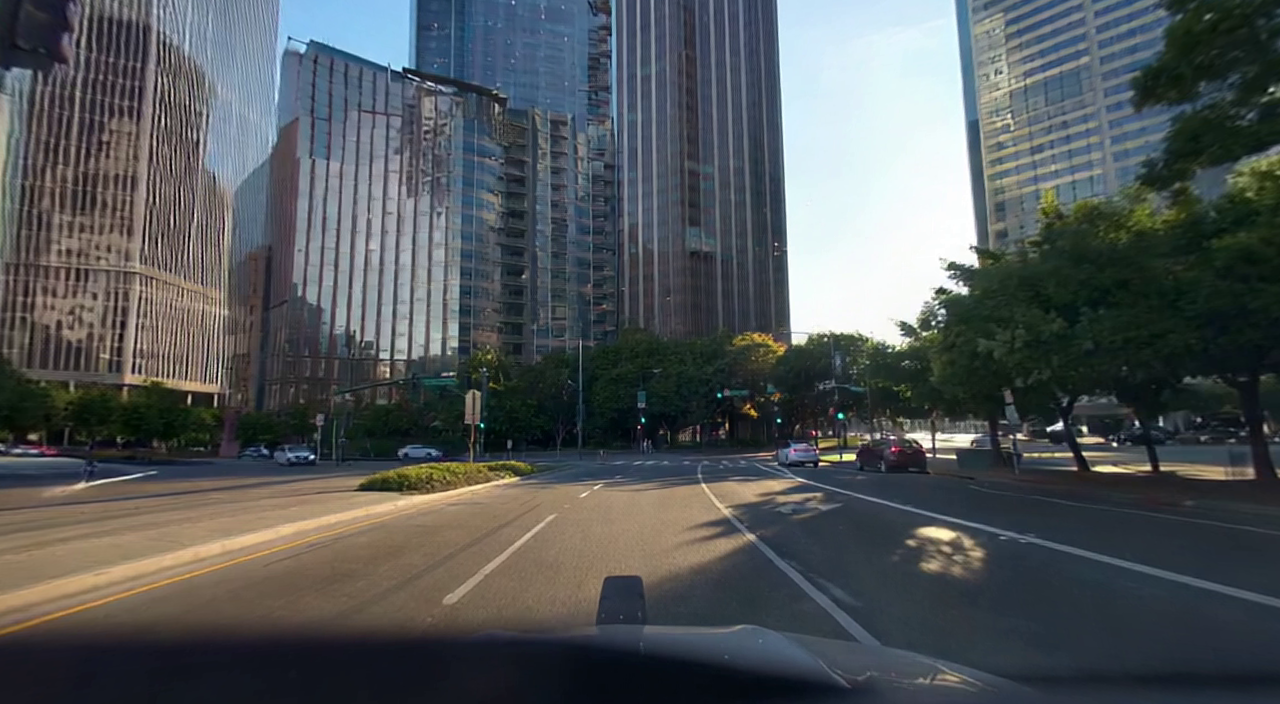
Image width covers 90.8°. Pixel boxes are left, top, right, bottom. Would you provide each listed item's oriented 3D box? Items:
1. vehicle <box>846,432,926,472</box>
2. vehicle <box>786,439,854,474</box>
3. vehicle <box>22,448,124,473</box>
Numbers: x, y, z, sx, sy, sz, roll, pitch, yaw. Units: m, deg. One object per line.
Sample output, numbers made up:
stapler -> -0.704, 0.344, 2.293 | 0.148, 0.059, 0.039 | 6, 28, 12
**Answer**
vehicle -> 12.019, 4.921, 31.222 | 2.027, 1.810, 4.854 | 0, -9, 1
vehicle -> 8.339, 4.897, 29.777 | 1.936, 1.489, 4.885 | -1, -8, 2
vehicle -> -34.564, 6.633, 38.587 | 4.417, 1.448, 1.907 | 0, -8, 0
